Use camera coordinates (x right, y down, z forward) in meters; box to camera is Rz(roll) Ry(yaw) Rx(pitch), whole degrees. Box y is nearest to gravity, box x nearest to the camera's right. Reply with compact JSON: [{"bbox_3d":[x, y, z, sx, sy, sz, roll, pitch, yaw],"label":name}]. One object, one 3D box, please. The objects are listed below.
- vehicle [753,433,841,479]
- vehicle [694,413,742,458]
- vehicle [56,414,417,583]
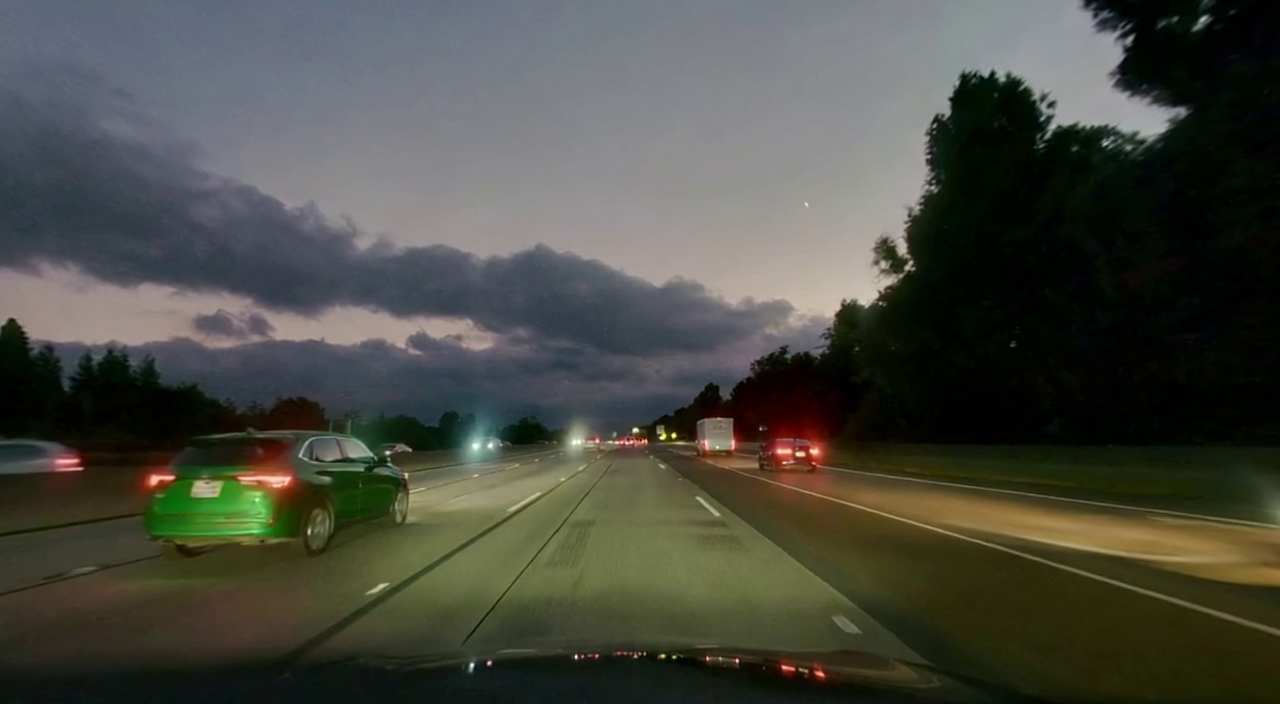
[{"bbox_3d":[5.234,3.503,21.595,1.920,1.436,3.890,0,-8,-2],"label":"vehicle"},{"bbox_3d":[5.392,5.892,44.446,2.588,2.910,5.511,0,-8,-1],"label":"vehicle"},{"bbox_3d":[-4.475,1.632,7.890,1.966,1.570,3.859,0,-8,-1],"label":"vehicle"}]
